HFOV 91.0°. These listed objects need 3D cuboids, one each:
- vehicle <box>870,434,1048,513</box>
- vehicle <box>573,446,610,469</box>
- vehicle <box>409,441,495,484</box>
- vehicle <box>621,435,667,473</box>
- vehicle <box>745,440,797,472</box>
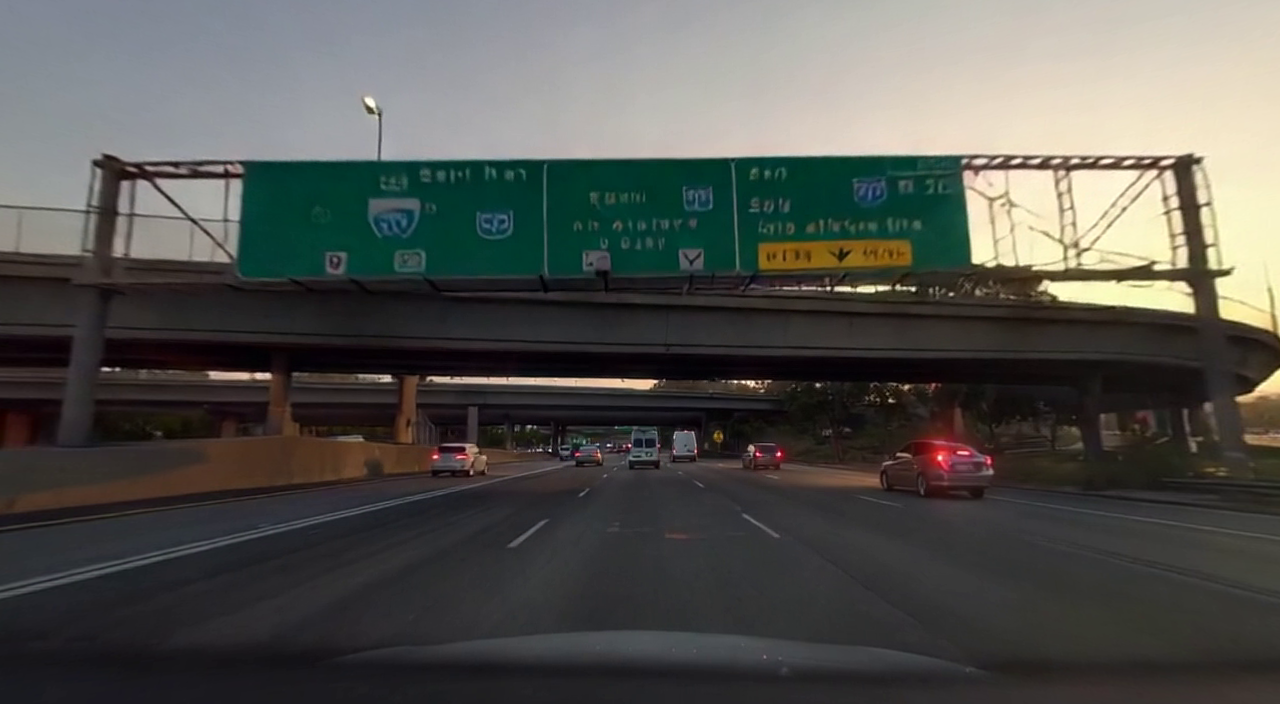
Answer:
[{"bbox_3d":[7.658,2.939,15.768,2.146,1.678,4.489,0,-9,1],"label":"vehicle"},{"bbox_3d":[-3.466,7.614,45.775,2.173,1.542,4.781,0,-9,1],"label":"vehicle"},{"bbox_3d":[-7.632,4.512,26.072,2.108,1.619,4.548,0,-9,1],"label":"vehicle"},{"bbox_3d":[0.210,5.937,36.898,2.509,2.062,4.639,0,-9,0],"label":"vehicle"},{"bbox_3d":[7.968,6.389,38.798,2.147,1.808,5.243,0,-9,0],"label":"vehicle"}]
